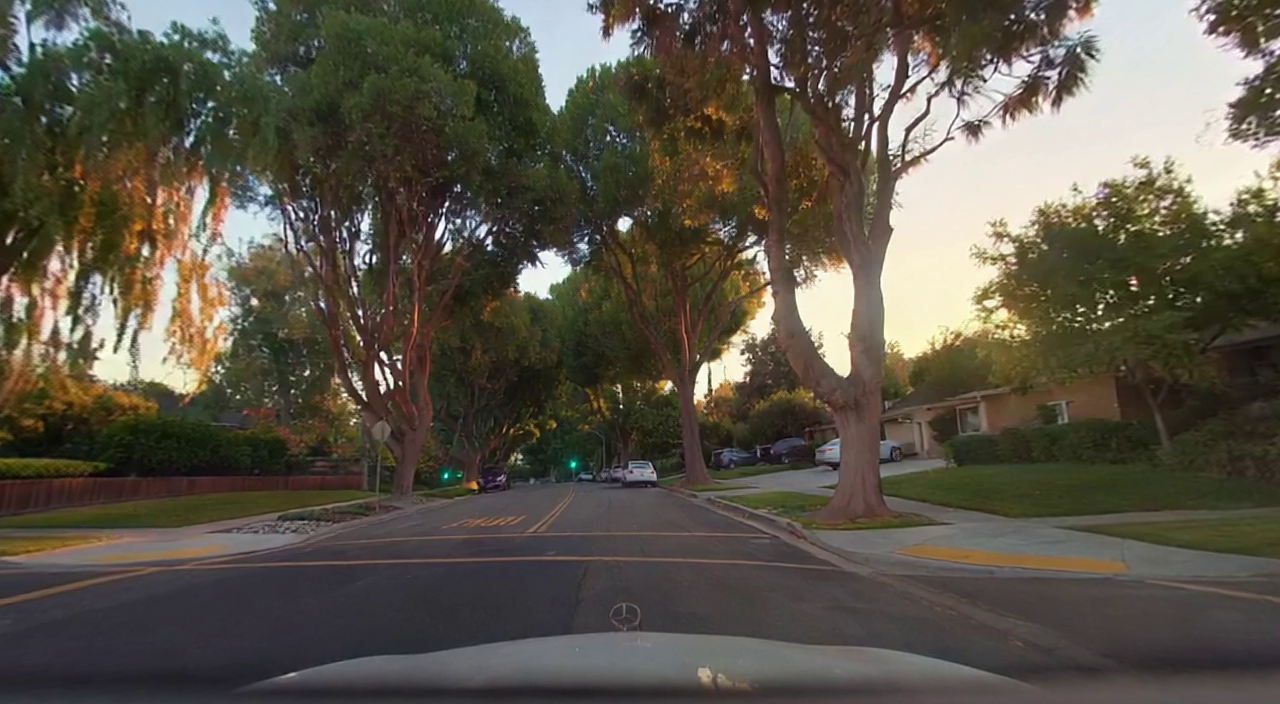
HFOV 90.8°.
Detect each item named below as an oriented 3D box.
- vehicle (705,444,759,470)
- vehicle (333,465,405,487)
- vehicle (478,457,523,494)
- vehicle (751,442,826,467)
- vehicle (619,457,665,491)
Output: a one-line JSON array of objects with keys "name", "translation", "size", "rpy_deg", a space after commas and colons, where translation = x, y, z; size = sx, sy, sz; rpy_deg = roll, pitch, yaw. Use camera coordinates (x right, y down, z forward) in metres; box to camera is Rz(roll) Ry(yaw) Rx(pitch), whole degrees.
[{"name": "vehicle", "translation": [7.173, 8.050, 48.781], "size": [2.100, 1.857, 4.611], "rpy_deg": [-7, -11, 36]}, {"name": "vehicle", "translation": [-20.060, 9.175, 46.809], "size": [4.527, 1.466, 1.880], "rpy_deg": [-2, -9, 10]}, {"name": "vehicle", "translation": [-8.213, 7.263, 37.485], "size": [2.155, 1.729, 4.799], "rpy_deg": [0, -6, -7]}, {"name": "vehicle", "translation": [10.000, 6.915, 42.727], "size": [4.639, 1.634, 2.005], "rpy_deg": [0, -8, 5]}, {"name": "vehicle", "translation": [0.055, 7.416, 38.736], "size": [2.229, 1.826, 4.611], "rpy_deg": [1, -9, -7]}]
